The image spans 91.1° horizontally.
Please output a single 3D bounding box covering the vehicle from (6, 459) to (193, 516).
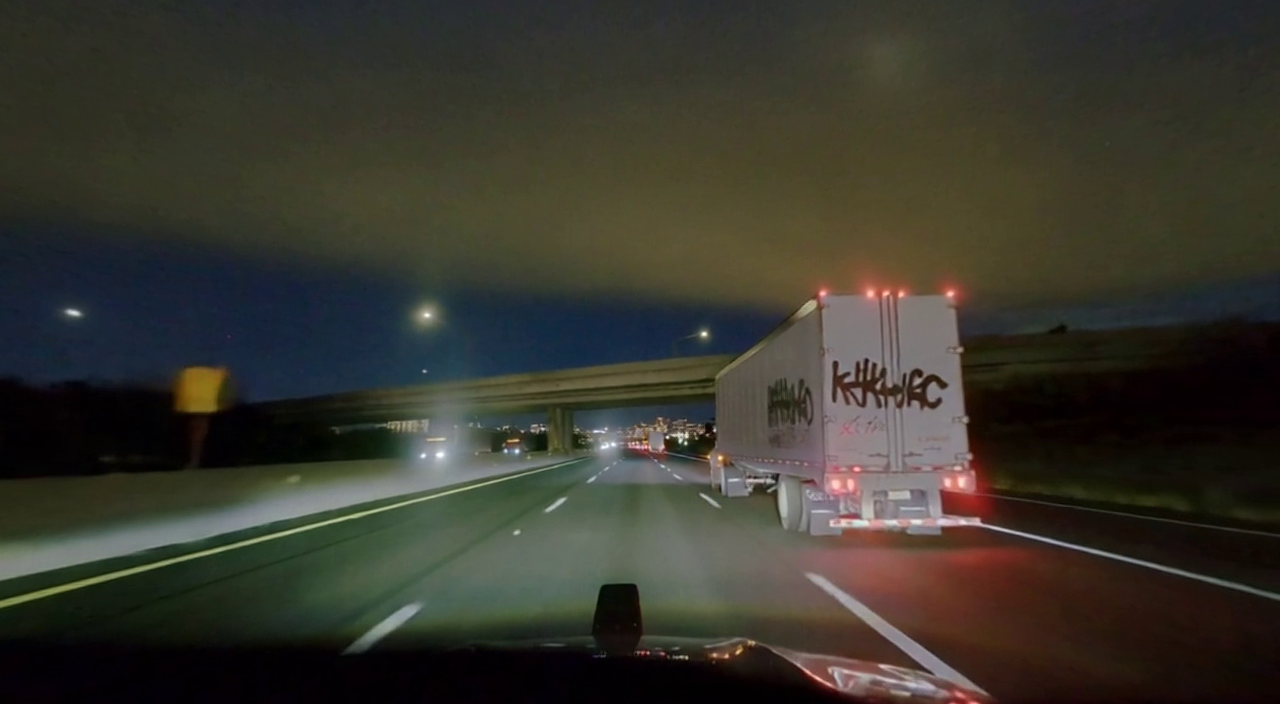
[{"bbox_3d":[-16.312,4.073,19.368,1.862,1.471,4.402,0,-9,-1],"label":"vehicle"}]
